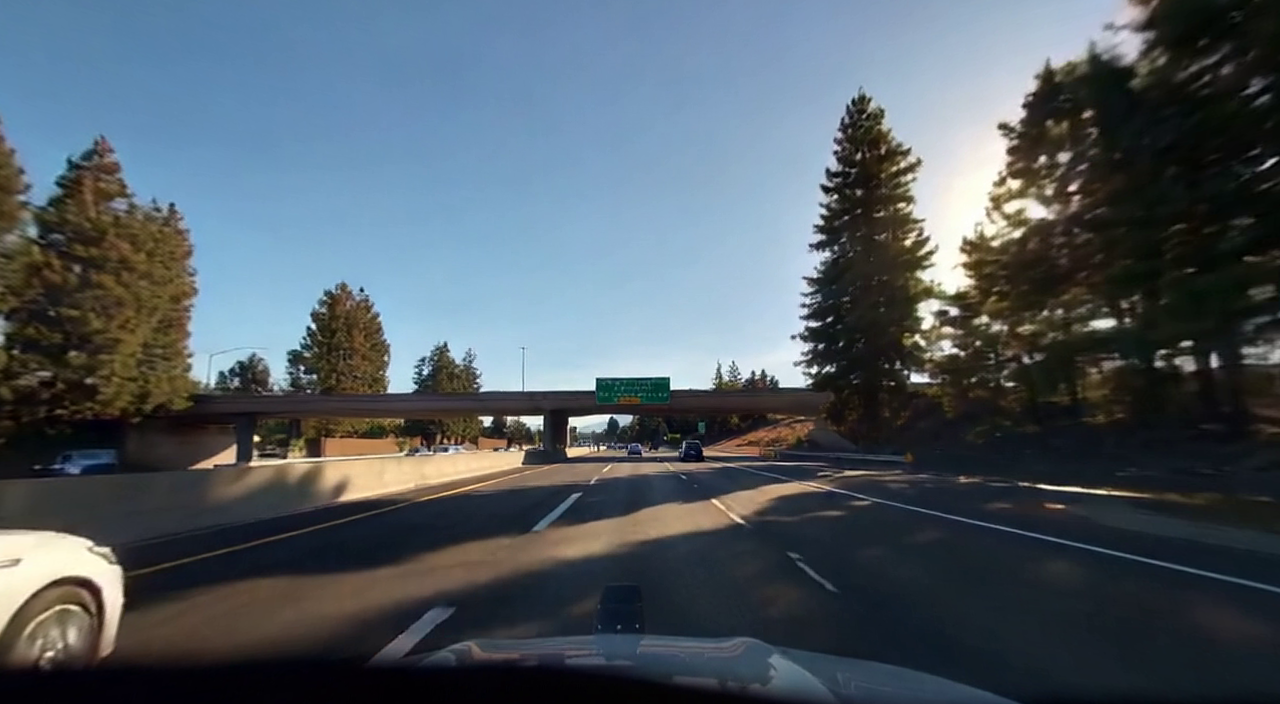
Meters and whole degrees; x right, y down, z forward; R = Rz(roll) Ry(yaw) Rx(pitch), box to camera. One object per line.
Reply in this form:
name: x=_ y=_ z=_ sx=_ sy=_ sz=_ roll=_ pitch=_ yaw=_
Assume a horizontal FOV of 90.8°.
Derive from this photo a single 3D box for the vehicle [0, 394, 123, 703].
vehicle: x=-3.653 y=0.719 z=1.003 sx=2.050 sy=1.547 sz=4.266 roll=0 pitch=-9 yaw=0
